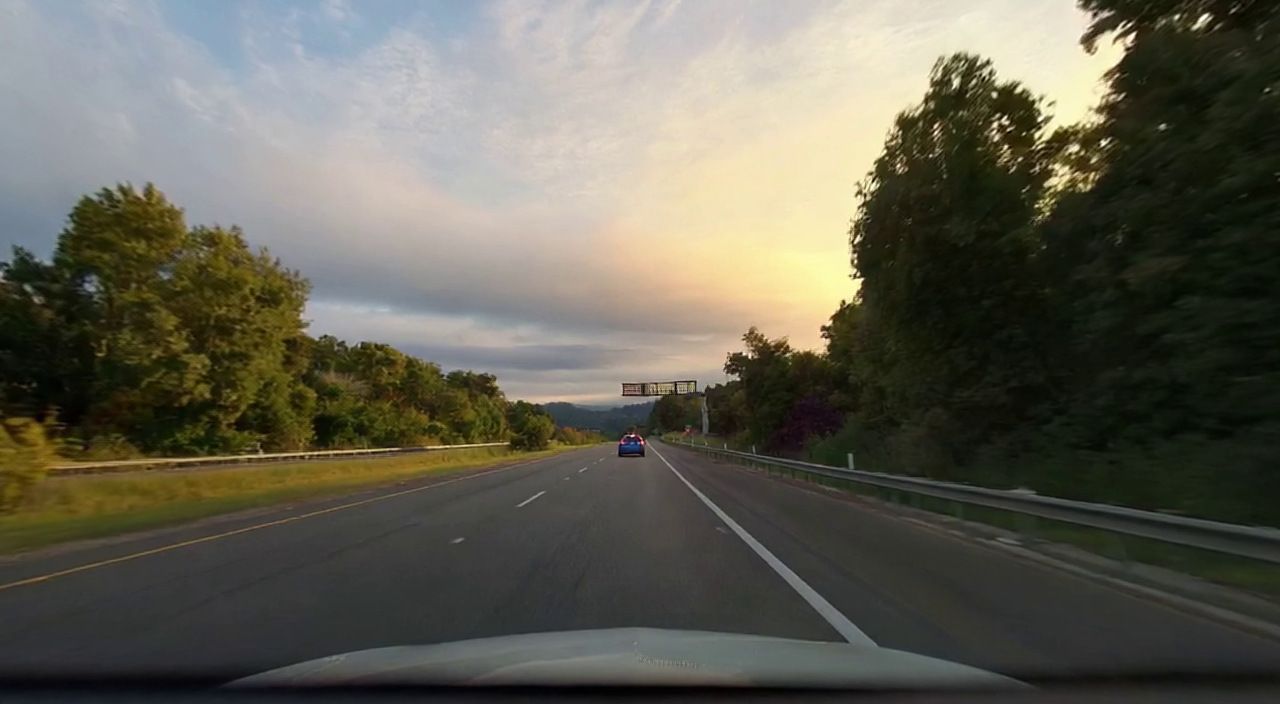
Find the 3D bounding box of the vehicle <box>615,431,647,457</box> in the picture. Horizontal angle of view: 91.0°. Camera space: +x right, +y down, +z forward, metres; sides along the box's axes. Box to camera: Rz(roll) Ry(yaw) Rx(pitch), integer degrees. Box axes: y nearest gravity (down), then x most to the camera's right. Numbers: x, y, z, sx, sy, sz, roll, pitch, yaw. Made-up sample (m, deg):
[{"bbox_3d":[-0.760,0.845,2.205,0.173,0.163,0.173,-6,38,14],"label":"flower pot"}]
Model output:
[{"bbox_3d":[-0.640,6.574,45.147,2.180,1.717,4.139,0,-8,-1],"label":"vehicle"}]
